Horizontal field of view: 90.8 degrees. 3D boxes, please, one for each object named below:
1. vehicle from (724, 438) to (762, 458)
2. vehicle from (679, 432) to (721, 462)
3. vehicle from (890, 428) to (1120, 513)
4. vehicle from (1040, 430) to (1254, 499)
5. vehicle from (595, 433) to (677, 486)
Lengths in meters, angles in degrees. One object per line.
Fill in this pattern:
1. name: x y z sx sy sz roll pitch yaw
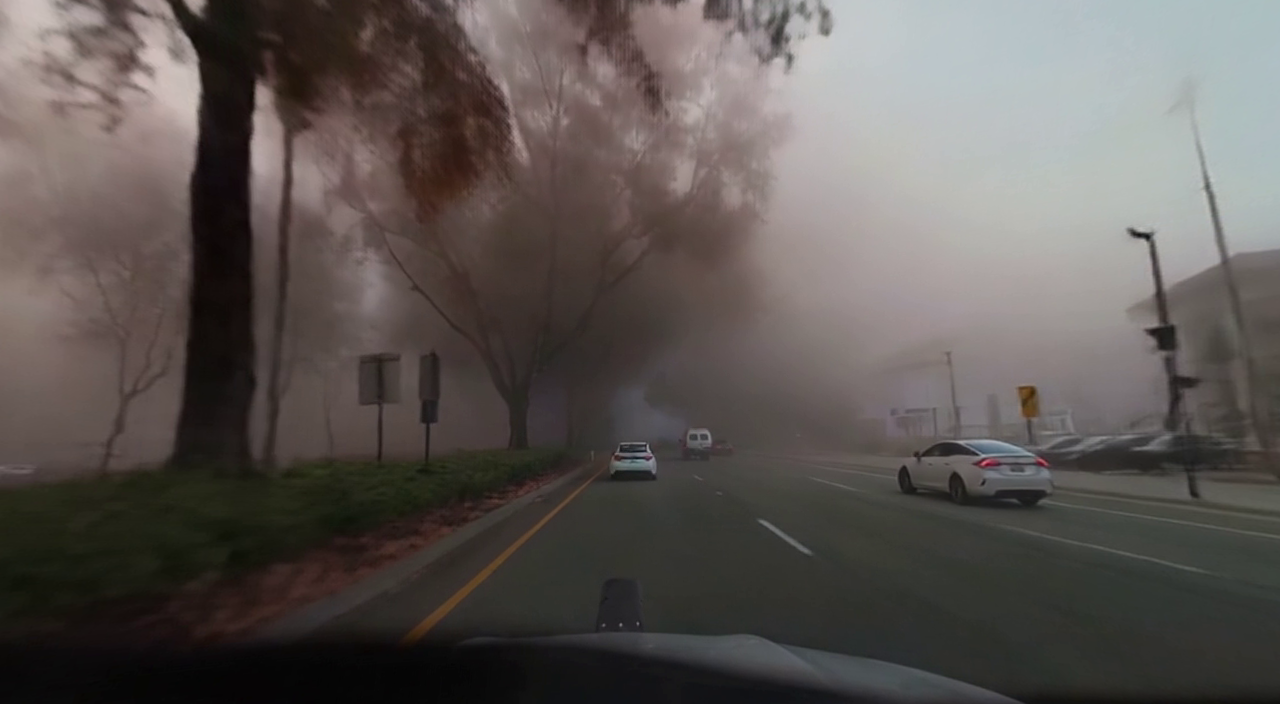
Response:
1. vehicle: 7.639 7.174 47.167 2.061 1.460 3.948 0 -8 -1
2. vehicle: 3.735 6.051 40.236 2.188 1.760 4.297 0 -8 -1
3. vehicle: 7.455 2.468 13.640 2.111 1.493 4.639 0 -8 -1
4. vehicle: 14.683 3.275 18.815 2.205 1.754 4.925 0 -8 -1
5. vehicle: -0.152 3.341 19.897 2.289 1.471 4.477 0 -8 -1
